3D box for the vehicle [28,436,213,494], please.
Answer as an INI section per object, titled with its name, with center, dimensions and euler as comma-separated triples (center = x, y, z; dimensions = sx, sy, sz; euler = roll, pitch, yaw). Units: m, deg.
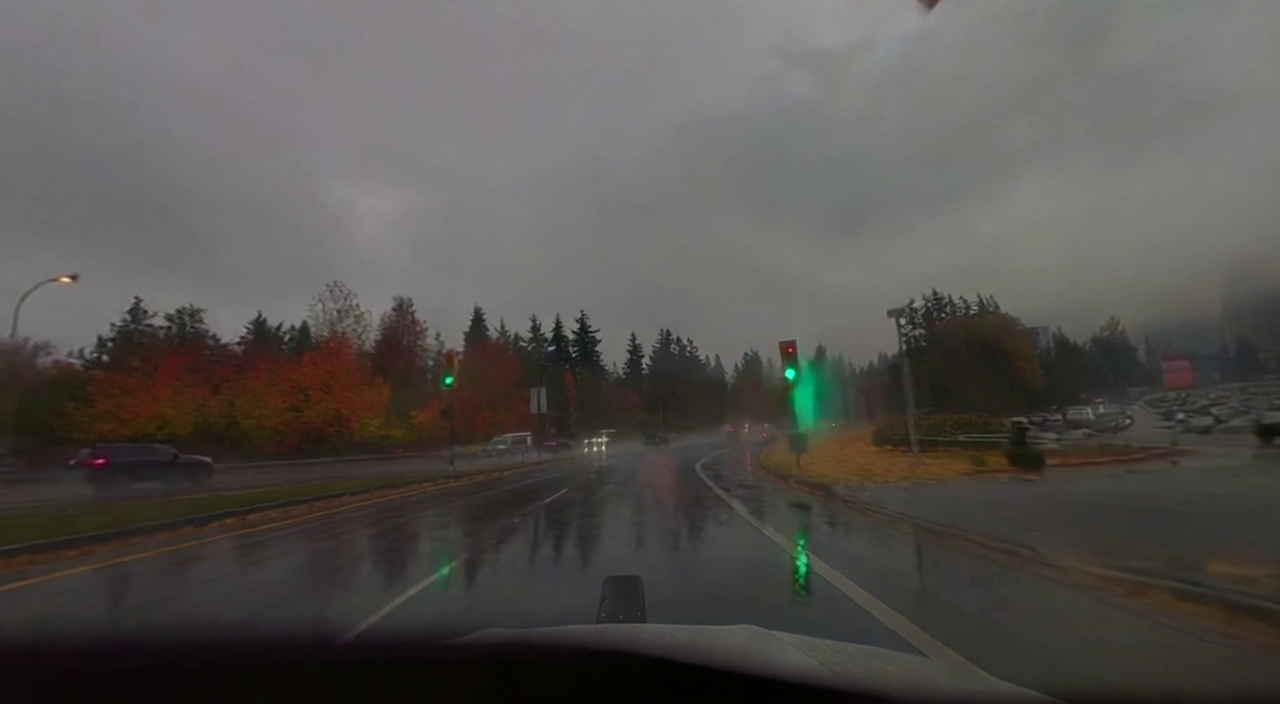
[vehicle]
center = -20.348, 4.400, 25.043
dimensions = 2.368, 2.012, 5.021
euler = -3, -9, 19
